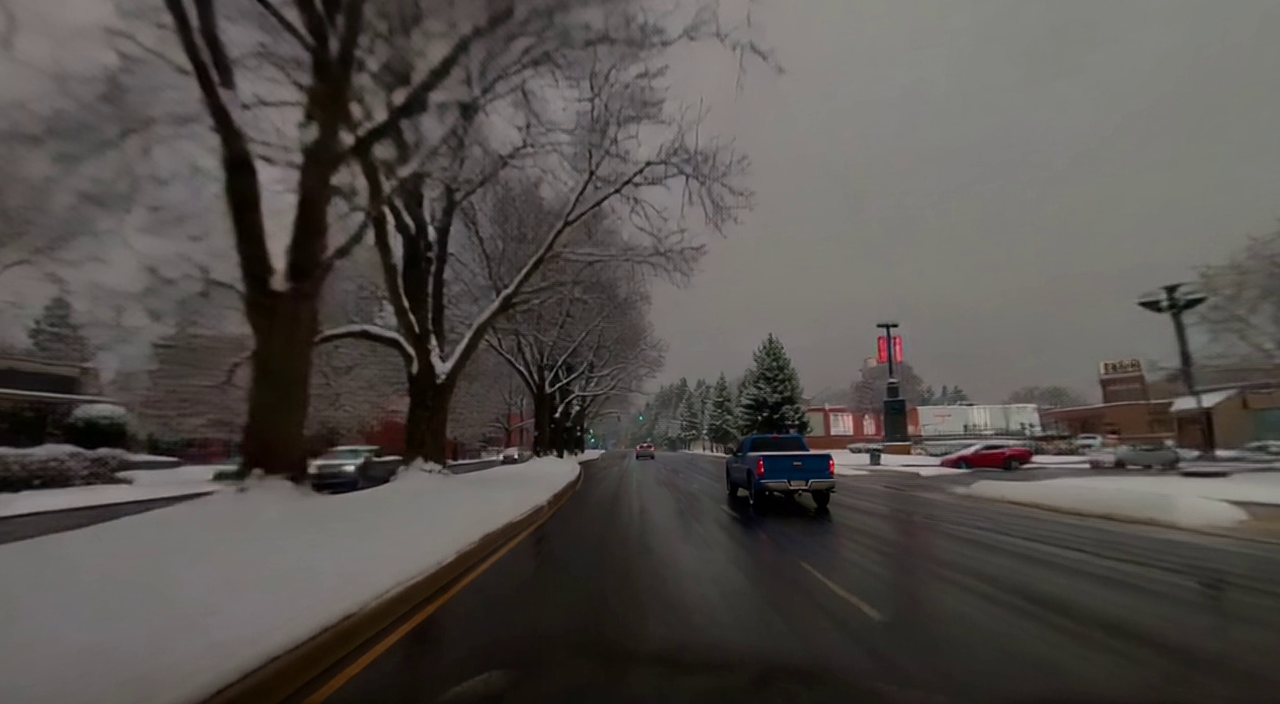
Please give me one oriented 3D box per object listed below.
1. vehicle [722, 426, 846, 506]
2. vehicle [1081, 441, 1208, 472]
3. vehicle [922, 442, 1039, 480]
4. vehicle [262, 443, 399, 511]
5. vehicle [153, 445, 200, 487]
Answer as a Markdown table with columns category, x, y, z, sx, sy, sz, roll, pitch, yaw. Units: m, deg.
| category | x | y | z | sx | sy | sz | roll | pitch | yaw |
| --- | --- | --- | --- | --- | --- | --- | --- | --- | --- |
| vehicle | 3.708 | 3.035 | 17.378 | 2.138 | 1.836 | 5.245 | 0 | -8 | 0 |
| vehicle | 24.845 | 5.157 | 31.228 | 4.648 | 1.444 | 1.912 | 0 | -8 | -1 |
| vehicle | 16.604 | 5.320 | 30.956 | 4.554 | 1.566 | 1.925 | -3 | -8 | -1 |
| vehicle | -8.671 | 3.476 | 18.163 | 1.834 | 1.695 | 4.129 | 0 | -8 | -1 |
| vehicle | -30.113 | 7.383 | 41.088 | 1.541 | 2.550 | 1.957 | -3 | -8 | 0 |
